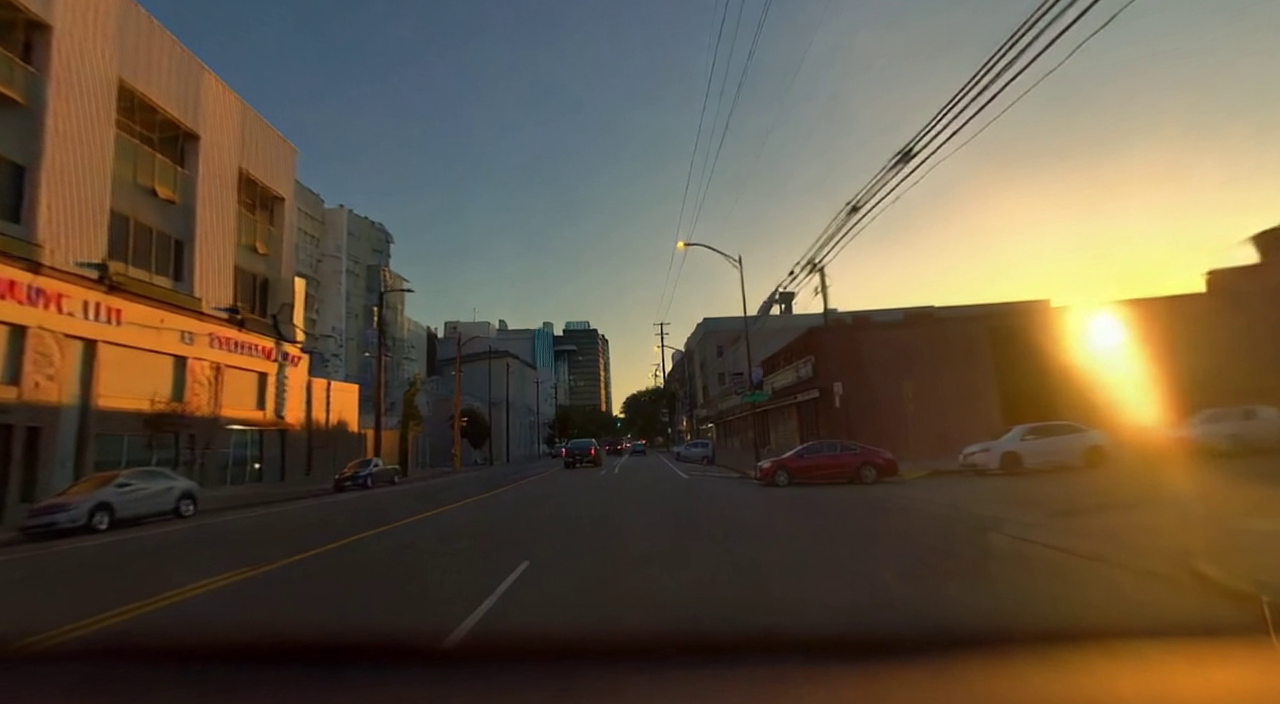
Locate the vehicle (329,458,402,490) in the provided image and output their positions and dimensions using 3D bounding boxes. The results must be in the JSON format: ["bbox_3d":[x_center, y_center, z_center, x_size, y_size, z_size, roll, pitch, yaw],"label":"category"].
[{"bbox_3d":[-15.705,6.992,36.433,2.073,1.492,4.687,-1,-7,0],"label":"vehicle"}]

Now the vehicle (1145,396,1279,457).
[{"bbox_3d":[19.546,2.384,20.094,4.938,1.812,2.317,0,-8,0],"label":"vehicle"}]

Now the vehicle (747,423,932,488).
[{"bbox_3d":[5.350,2.852,17.574,4.474,1.632,2.234,-1,-8,6],"label":"vehicle"}]

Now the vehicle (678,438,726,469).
[{"bbox_3d":[3.255,5.428,34.068,2.007,1.558,4.464,0,-8,-2],"label":"vehicle"}]

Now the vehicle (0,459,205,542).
[{"bbox_3d":[-15.411,4.084,18.115,1.966,1.760,5.423,-1,-7,1],"label":"vehicle"}]

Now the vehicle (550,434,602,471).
[{"bbox_3d":[-3.432,5.469,34.731,2.348,1.831,4.737,0,-8,0],"label":"vehicle"}]

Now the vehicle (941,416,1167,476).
[{"bbox_3d":[11.784,2.735,18.452,5.034,1.590,2.025,-2,-8,14],"label":"vehicle"}]
